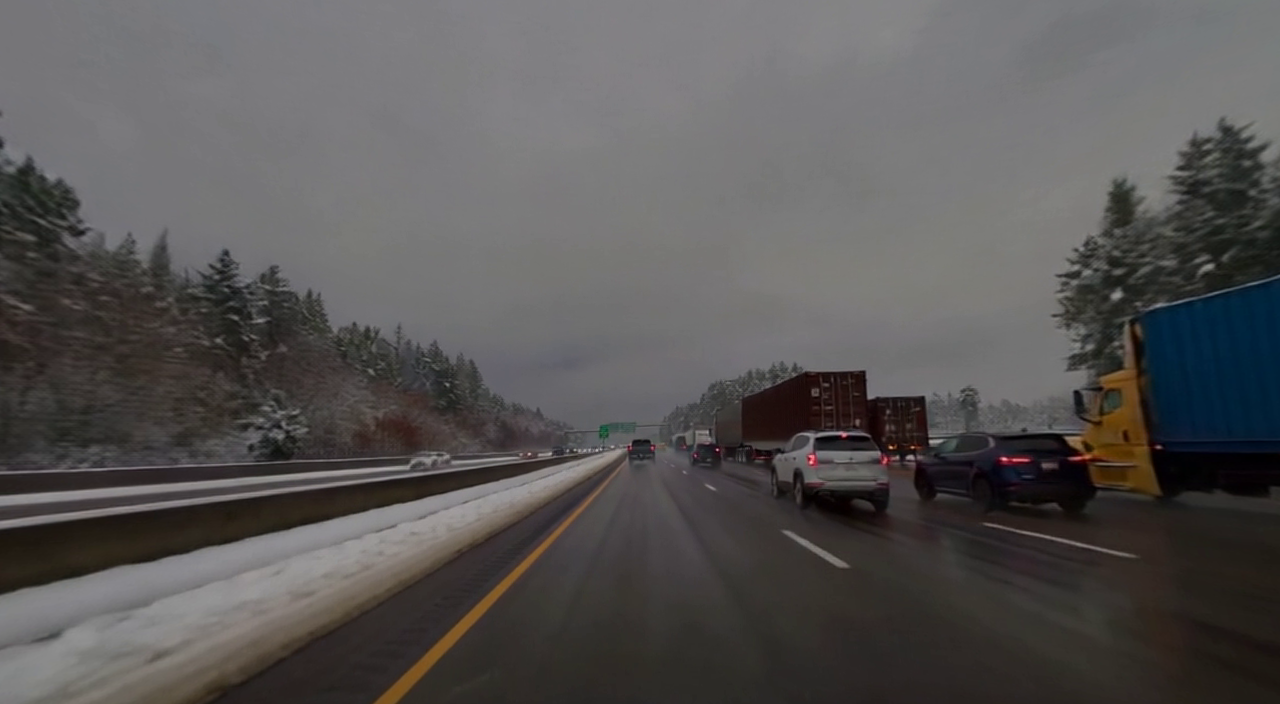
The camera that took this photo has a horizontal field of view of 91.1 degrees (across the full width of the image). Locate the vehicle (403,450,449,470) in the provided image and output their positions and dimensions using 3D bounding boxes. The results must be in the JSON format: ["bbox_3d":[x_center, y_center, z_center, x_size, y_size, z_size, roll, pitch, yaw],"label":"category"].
[{"bbox_3d":[-16.715,8.446,49.244,1.906,1.453,4.484,0,-8,1],"label":"vehicle"}]

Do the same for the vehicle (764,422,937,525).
[{"bbox_3d":[3.922,2.319,12.582,1.972,1.693,4.139,0,-8,-1],"label":"vehicle"}]

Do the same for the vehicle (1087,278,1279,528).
[{"bbox_3d":[11.552,0.768,9.650,2.998,3.893,8.456,0,-8,0],"label":"vehicle"}]

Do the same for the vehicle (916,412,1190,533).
[{"bbox_3d":[7.392,2.189,12.035,1.985,1.835,4.681,0,-8,-1],"label":"vehicle"}]

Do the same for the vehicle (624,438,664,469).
[{"bbox_3d":[0.273,6.188,38.477,2.313,1.736,4.215,0,-8,1],"label":"vehicle"}]

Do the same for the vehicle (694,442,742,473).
[{"bbox_3d":[3.995,5.453,32.788,1.888,1.501,4.608,0,-8,0],"label":"vehicle"}]
